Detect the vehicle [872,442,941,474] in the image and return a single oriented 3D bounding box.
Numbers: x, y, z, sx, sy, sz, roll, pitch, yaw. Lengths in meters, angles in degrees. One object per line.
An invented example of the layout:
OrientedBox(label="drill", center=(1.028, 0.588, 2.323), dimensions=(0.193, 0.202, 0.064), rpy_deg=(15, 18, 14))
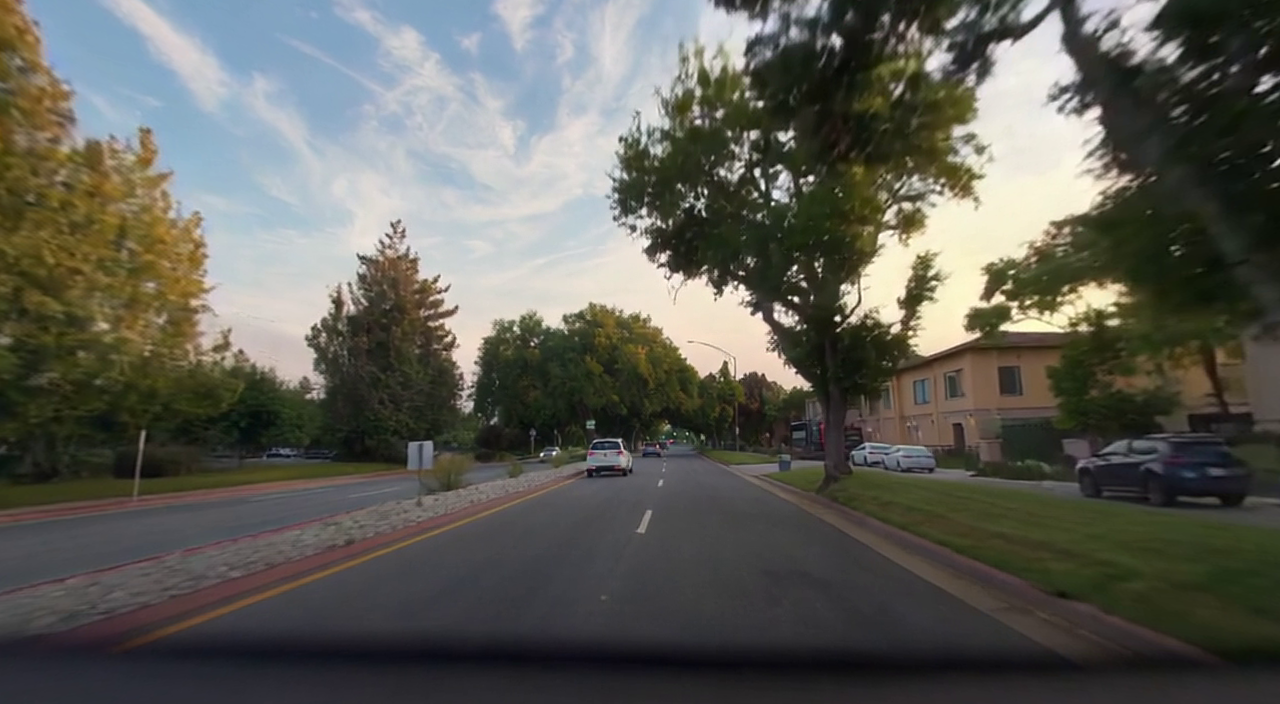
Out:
OrientedBox(label="vehicle", center=(13.417, 5.357, 32.063), dimensions=(1.852, 1.457, 4.351), rpy_deg=(0, -8, 4))

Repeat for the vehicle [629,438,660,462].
OrientedBox(label="vehicle", center=(0.402, 7.700, 49.638), dimensions=(2.166, 1.769, 4.162), rpy_deg=(0, -8, 4))

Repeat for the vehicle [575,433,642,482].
OrientedBox(label="vehicle", center=(-1.126, 4.031, 24.486), dimensions=(2.129, 1.713, 4.314), rpy_deg=(0, -8, 3))

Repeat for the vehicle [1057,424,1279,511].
OrientedBox(label="vehicle", center=(12.108, 2.612, 14.848), dimensions=(1.887, 1.722, 4.285), rpy_deg=(0, -8, 5))

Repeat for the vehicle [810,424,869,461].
OrientedBox(label="vehicle", center=(14.020, 6.446, 44.885), dimensions=(2.507, 2.441, 6.959), rpy_deg=(-1, -8, 5))
